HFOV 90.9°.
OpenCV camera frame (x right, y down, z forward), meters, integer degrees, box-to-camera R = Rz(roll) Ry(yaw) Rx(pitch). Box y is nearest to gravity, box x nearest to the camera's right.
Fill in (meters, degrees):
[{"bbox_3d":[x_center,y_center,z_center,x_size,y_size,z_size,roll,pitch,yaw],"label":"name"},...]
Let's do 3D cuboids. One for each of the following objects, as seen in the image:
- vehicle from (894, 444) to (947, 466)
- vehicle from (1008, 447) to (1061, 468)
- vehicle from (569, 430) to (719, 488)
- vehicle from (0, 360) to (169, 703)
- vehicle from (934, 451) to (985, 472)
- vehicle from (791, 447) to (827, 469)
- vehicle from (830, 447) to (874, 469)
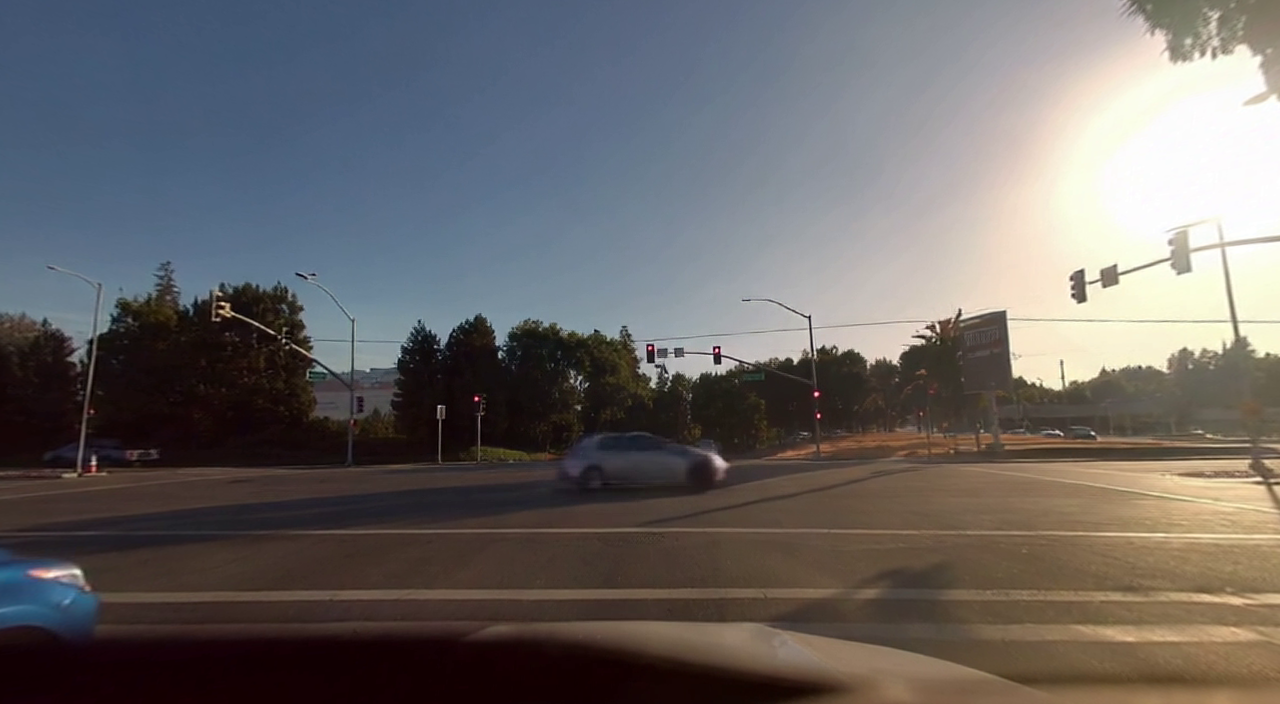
[{"bbox_3d":[20.574,7.587,46.464,1.815,1.515,4.552,0,-8,0],"label":"vehicle"},{"bbox_3d":[28.466,7.600,45.575,1.662,1.440,3.583,-1,-8,3],"label":"vehicle"},{"bbox_3d":[0.128,2.933,17.360,3.894,1.490,1.810,-1,-8,3],"label":"vehicle"},{"bbox_3d":[-3.053,0.616,0.547,2.055,1.573,4.065,0,-8,1],"label":"vehicle"},{"bbox_3d":[23.001,7.885,45.483,1.633,1.324,3.449,-1,-8,-3],"label":"vehicle"},{"bbox_3d":[12.555,7.858,46.892,1.647,1.386,3.725,-2,-8,1],"label":"vehicle"},{"bbox_3d":[15.567,7.755,46.386,1.714,1.458,4.206,0,-8,-1],"label":"vehicle"}]
